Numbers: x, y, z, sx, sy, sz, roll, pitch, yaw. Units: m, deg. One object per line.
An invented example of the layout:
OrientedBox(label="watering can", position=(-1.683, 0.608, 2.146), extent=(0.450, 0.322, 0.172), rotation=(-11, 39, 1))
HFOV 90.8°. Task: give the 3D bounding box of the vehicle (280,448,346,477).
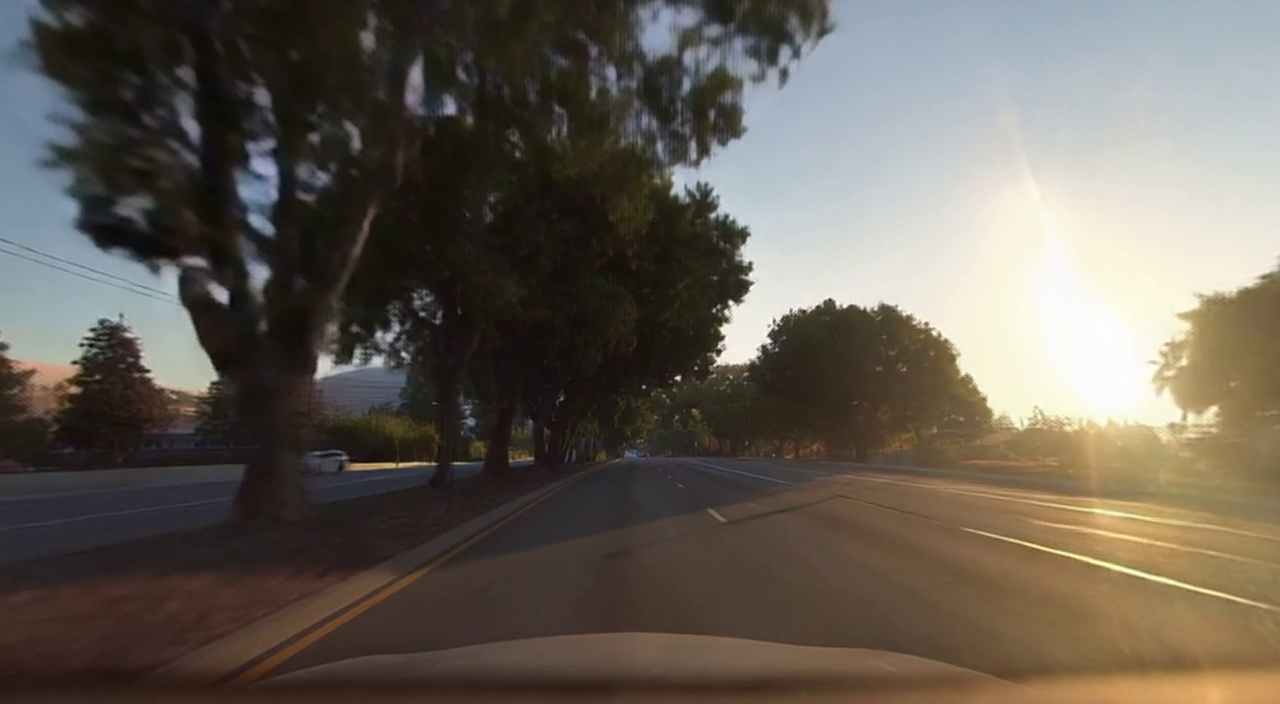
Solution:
OrientedBox(label="vehicle", position=(-19.849, 6.683, 38.515), extent=(1.896, 1.623, 4.124), rotation=(0, -8, -2))
